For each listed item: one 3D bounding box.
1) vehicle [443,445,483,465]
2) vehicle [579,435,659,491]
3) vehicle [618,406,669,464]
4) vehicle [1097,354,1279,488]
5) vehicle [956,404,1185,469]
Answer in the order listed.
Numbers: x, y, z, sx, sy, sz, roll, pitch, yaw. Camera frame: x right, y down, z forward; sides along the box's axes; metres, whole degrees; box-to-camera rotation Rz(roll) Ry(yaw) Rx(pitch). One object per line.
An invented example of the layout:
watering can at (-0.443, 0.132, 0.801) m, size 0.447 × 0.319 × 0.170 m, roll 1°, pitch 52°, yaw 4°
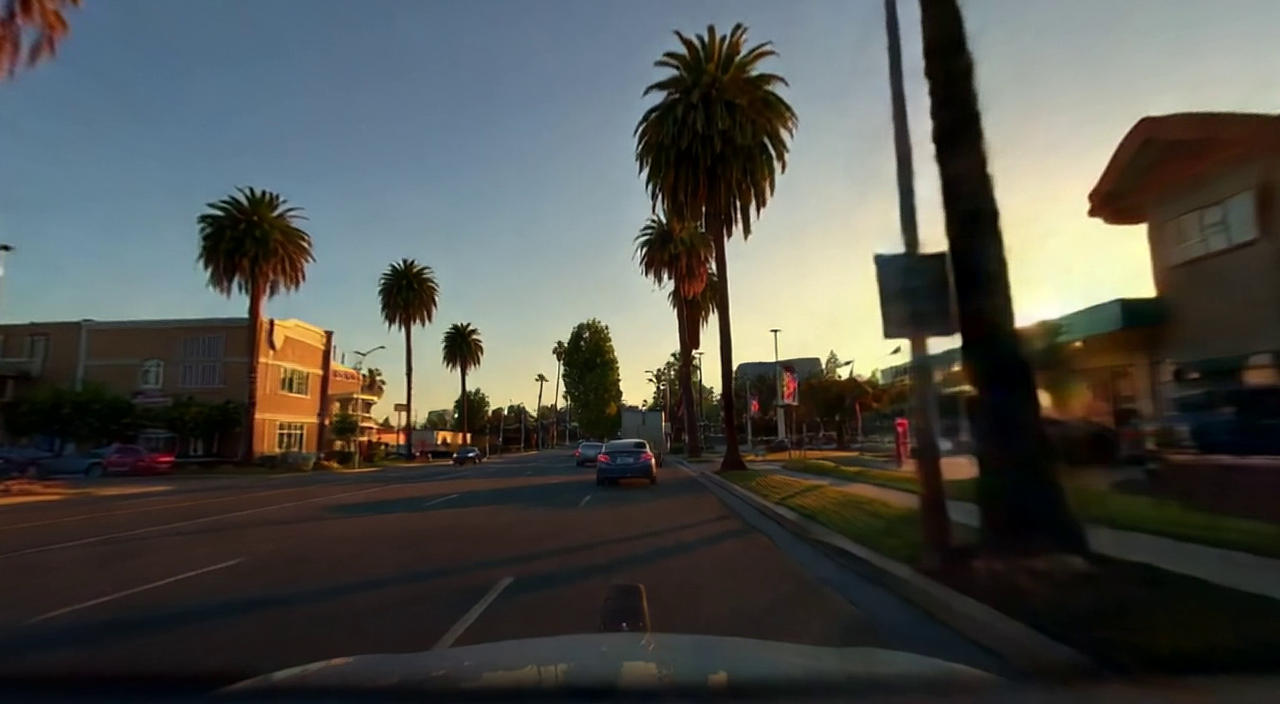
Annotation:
vehicle at (-13.733, 8.013, 49.056) m, size 1.923 × 1.490 × 4.372 m, roll 0°, pitch -9°, yaw -1°
vehicle at (-0.506, 3.320, 19.073) m, size 2.145 × 1.483 × 4.453 m, roll 0°, pitch -9°, yaw 2°
vehicle at (0.228, 5.632, 42.161) m, size 3.100 × 3.468 × 8.108 m, roll 0°, pitch -9°, yaw 0°
vehicle at (12.283, 1.320, 11.587) m, size 5.968 × 2.162 × 2.319 m, roll 1°, pitch -9°, yaw -5°
vehicle at (12.181, 2.442, 18.023) m, size 5.061 × 1.721 × 2.162 m, roll 1°, pitch -9°, yaw -4°
